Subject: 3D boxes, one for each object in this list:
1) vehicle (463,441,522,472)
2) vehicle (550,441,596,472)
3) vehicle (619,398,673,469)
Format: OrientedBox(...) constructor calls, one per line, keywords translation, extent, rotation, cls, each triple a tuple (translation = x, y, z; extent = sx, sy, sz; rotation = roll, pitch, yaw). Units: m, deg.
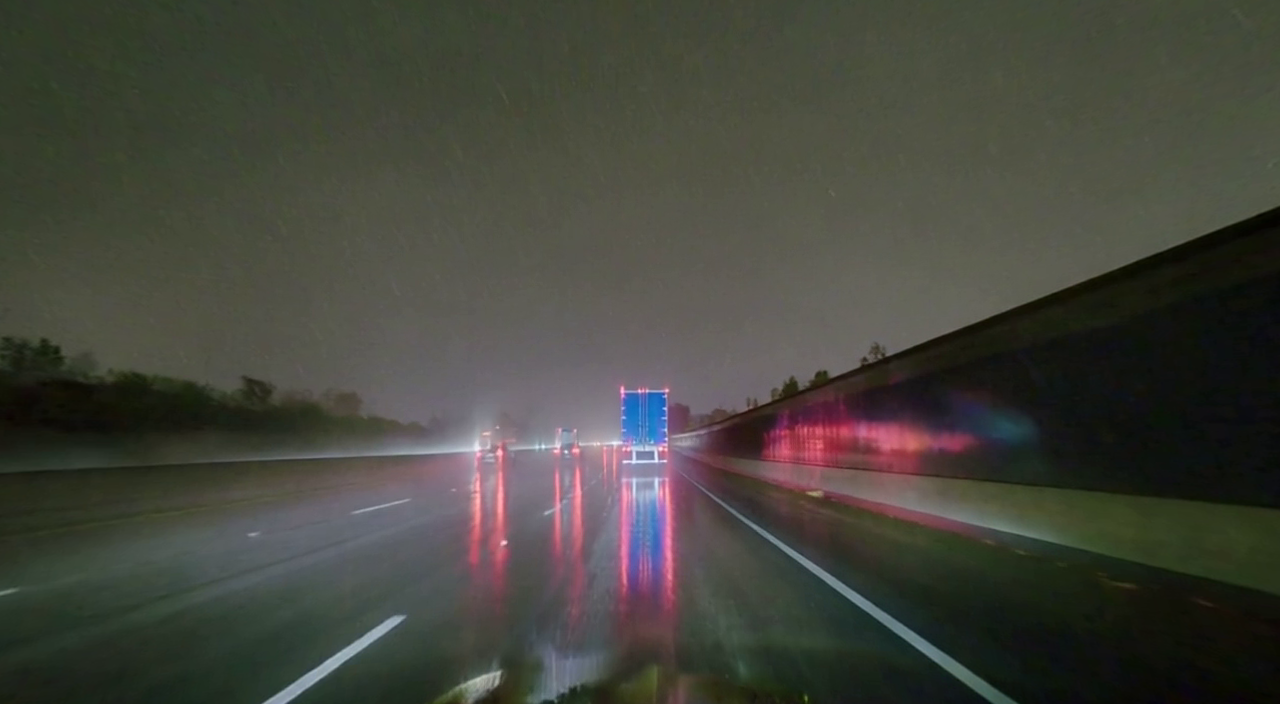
OrientedBox(translation=(-7.712, 5.525, 33.185), extent=(1.968, 1.507, 4.673), rotation=(0, -9, 1), cls="vehicle")
OrientedBox(translation=(-3.568, 5.658, 34.154), extent=(2.006, 1.572, 4.082), rotation=(0, -9, 0), cls="vehicle")
OrientedBox(translation=(0.355, 5.543, 41.667), extent=(3.123, 4.094, 10.812), rotation=(0, -9, 0), cls="vehicle")
